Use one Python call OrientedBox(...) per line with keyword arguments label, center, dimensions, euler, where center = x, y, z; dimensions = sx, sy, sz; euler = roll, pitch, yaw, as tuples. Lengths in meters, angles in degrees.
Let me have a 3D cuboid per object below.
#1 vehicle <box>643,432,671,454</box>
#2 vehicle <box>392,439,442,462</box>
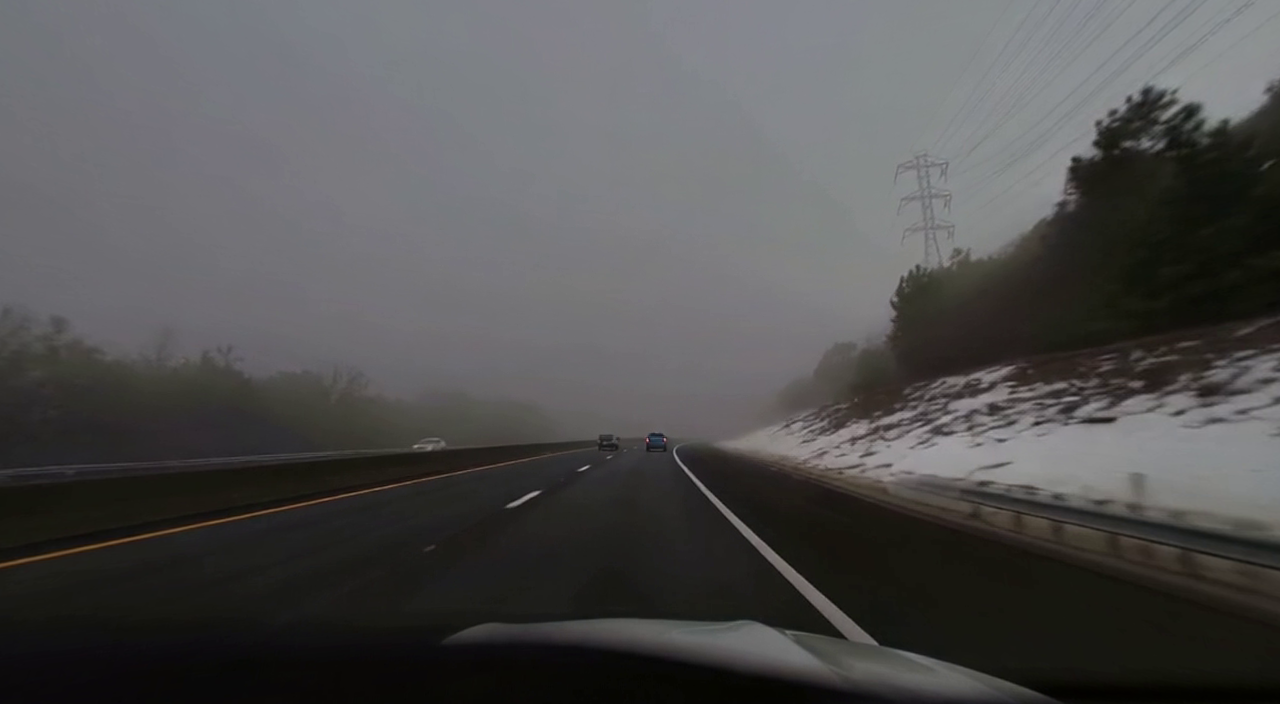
OrientedBox(label="vehicle", center=(1.356, 6.913, 47.928), dimensions=(2.077, 1.523, 4.206), euler=(0, -8, 3))
OrientedBox(label="vehicle", center=(-16.843, 7.426, 47.707), dimensions=(1.925, 1.628, 4.630), euler=(0, -8, 2))
